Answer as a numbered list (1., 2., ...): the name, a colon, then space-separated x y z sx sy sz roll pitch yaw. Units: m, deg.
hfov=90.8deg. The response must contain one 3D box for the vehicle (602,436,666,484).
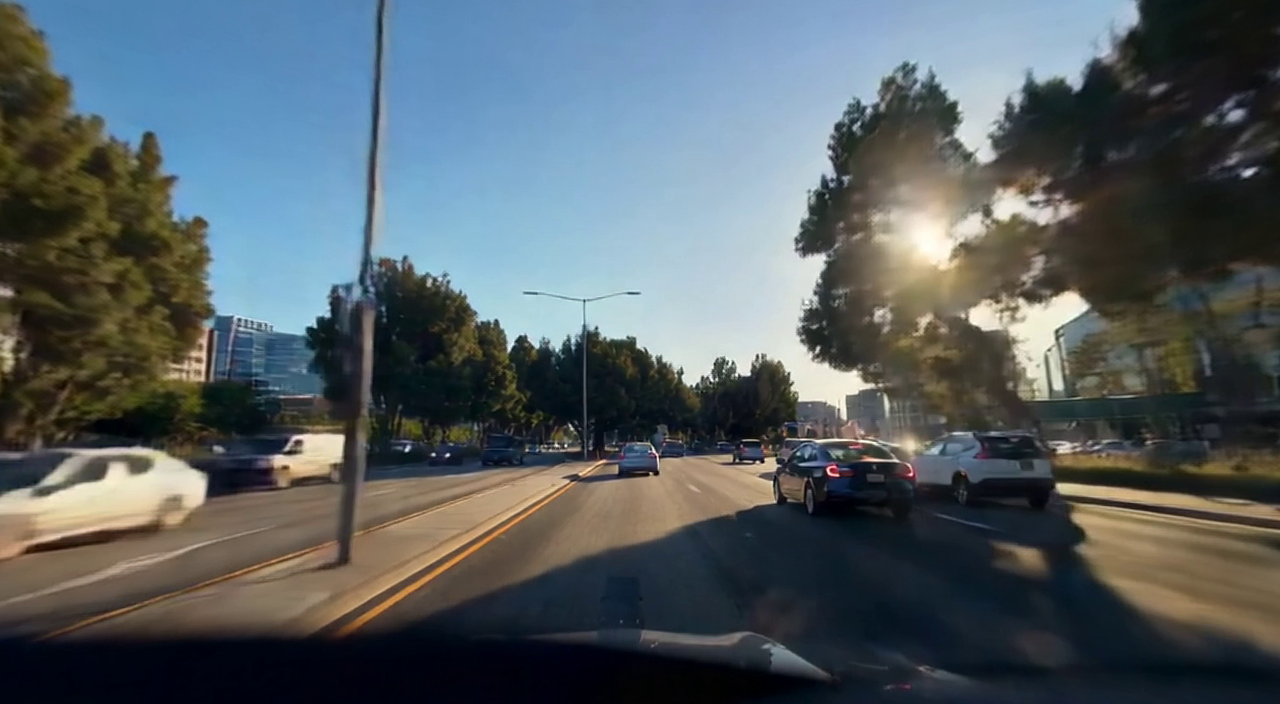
1. vehicle: -0.210 3.693 21.821 1.994 1.479 3.647 0 -8 -1

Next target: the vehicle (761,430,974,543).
1. vehicle: 3.423 2.086 10.503 1.858 1.466 4.230 0 -8 -2

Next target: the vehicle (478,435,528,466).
1. vehicle: -9.221 6.694 43.030 2.246 1.943 5.493 0 -8 0

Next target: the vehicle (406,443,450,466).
1. vehicle: -16.519 8.027 49.501 1.903 1.675 4.547 0 -8 -1

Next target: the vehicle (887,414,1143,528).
1. vehicle: 6.938 2.245 12.503 2.134 1.810 4.590 0 -8 -1

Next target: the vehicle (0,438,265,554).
1. vehicle: -8.600 2.204 10.466 1.993 1.458 4.614 -1 -8 -1
